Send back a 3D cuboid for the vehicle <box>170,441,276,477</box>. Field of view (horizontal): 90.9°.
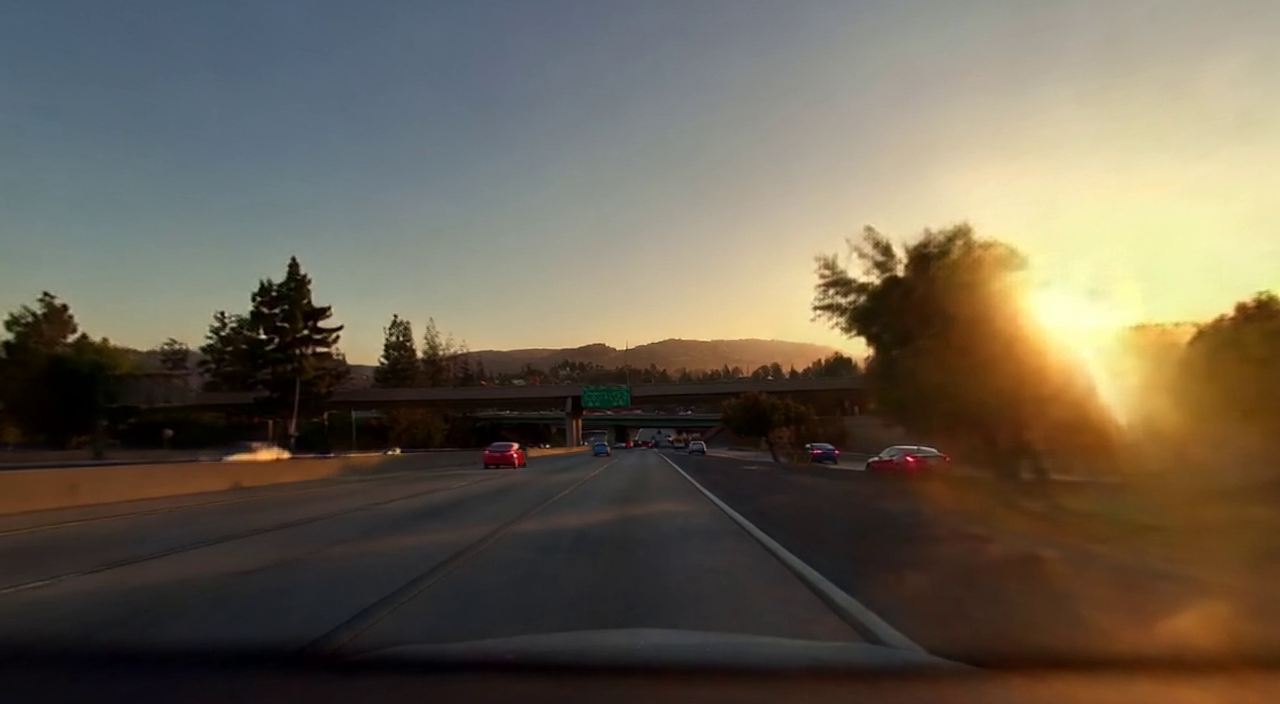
[{"bbox_3d":[-20.837,5.364,31.827,2.012,1.650,4.810,0,-8,1],"label":"vehicle"}]

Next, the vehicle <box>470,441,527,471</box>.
[{"bbox_3d":[-7.424,5.486,33.608,1.987,1.486,4.174,0,-8,1],"label":"vehicle"}]

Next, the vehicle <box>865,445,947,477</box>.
[{"bbox_3d":[13.711,5.621,32.794,2.000,1.515,4.188,1,-8,-8],"label":"vehicle"}]

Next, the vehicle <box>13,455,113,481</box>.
[{"bbox_3d":[-37.193,7.474,40.822,1.815,1.467,4.660,-1,-8,5],"label":"vehicle"}]
